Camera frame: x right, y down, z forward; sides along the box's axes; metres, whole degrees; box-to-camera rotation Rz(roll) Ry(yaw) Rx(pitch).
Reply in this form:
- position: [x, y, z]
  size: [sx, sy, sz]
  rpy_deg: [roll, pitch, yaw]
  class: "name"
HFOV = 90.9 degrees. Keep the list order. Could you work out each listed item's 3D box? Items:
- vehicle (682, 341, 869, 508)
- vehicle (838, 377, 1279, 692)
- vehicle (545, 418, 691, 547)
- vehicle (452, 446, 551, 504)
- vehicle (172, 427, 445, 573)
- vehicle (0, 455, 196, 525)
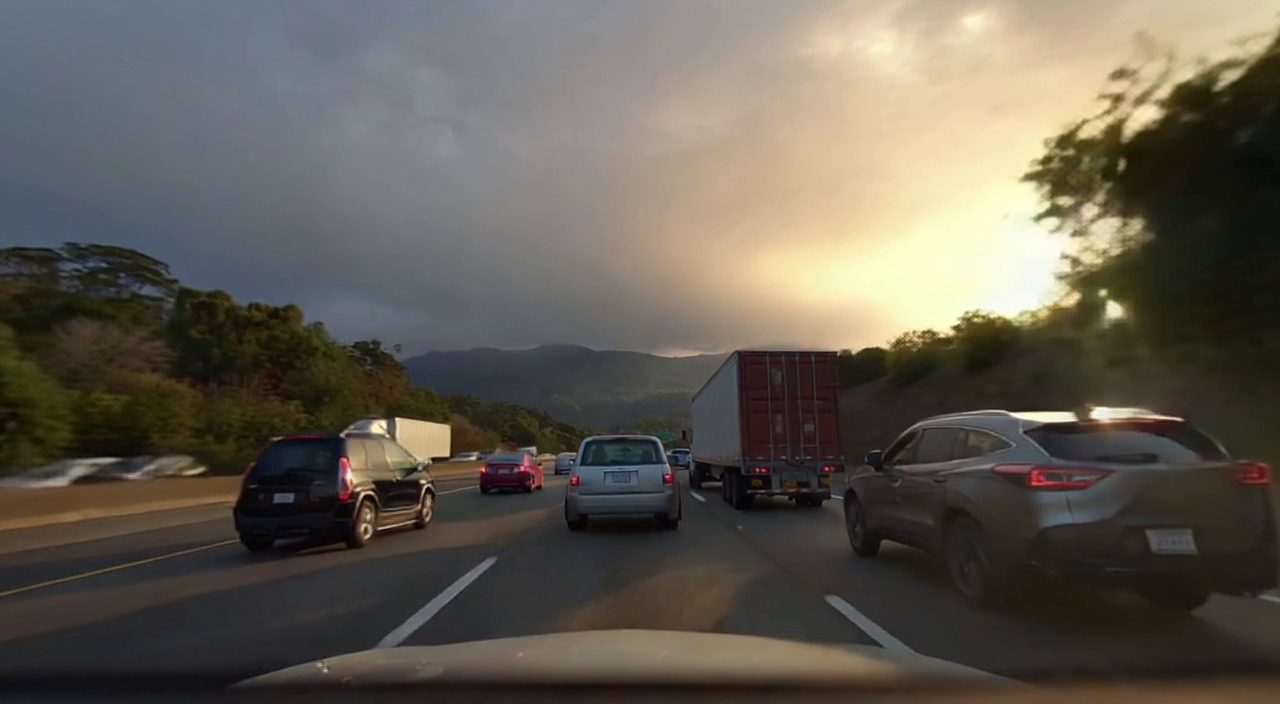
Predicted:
- position: [3.817, 2.956, 23.315]
  size: [3.186, 4.111, 15.553]
  rpy_deg: [0, -9, -1]
  class: "vehicle"
- position: [3.679, 1.376, 5.918]
  size: [2.076, 1.751, 4.666]
  rpy_deg: [0, -9, 0]
  class: "vehicle"
- position: [-0.319, 2.172, 11.020]
  size: [2.037, 1.792, 4.194]
  rpy_deg: [0, -9, 0]
  class: "vehicle"
- position: [-3.969, 3.596, 18.828]
  size: [1.923, 1.503, 4.293]
  rpy_deg: [0, -9, 1]
  class: "vehicle"
- position: [-4.331, 1.973, 9.059]
  size: [1.789, 1.620, 3.841]
  rpy_deg: [0, -9, 0]
  class: "vehicle"
- position: [-12.855, 3.186, 15.021]
  size: [1.890, 1.443, 3.558]
  rpy_deg: [0, -9, 0]
  class: "vehicle"
